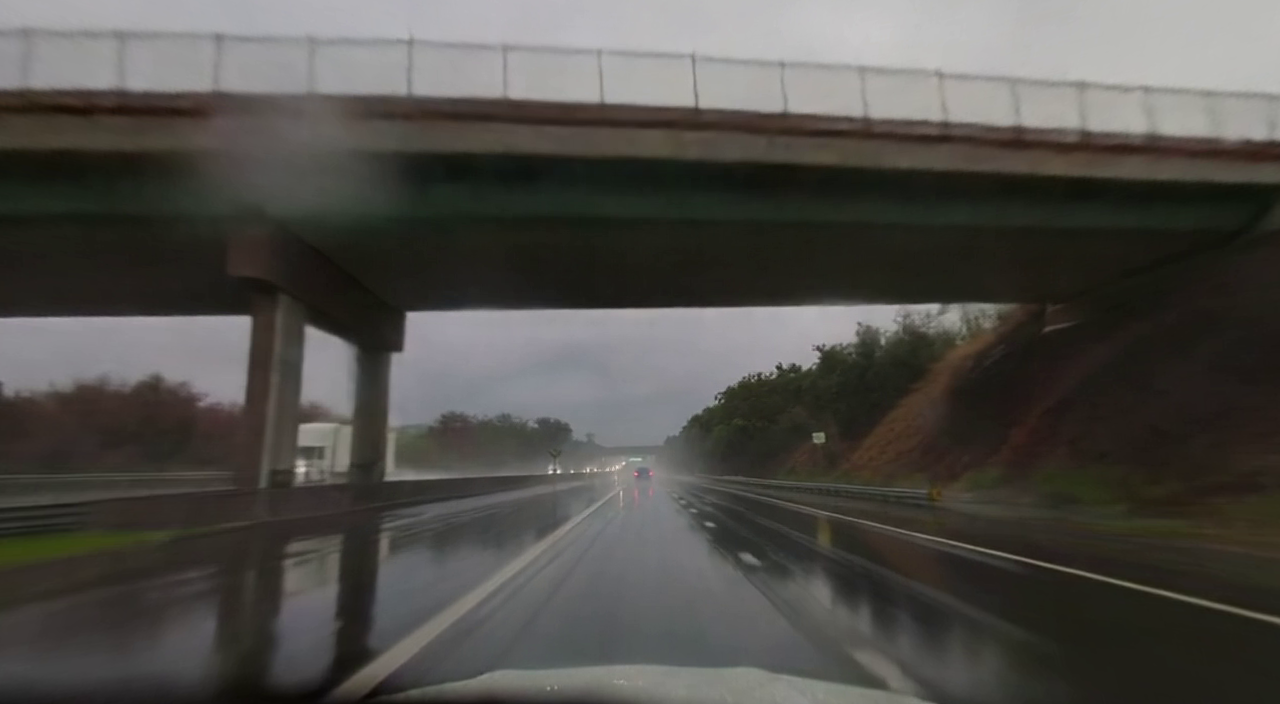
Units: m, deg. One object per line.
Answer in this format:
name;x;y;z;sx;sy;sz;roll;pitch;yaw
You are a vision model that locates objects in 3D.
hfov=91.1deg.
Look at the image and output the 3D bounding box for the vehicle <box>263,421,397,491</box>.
vehicle;-19.588;6.854;40.844;2.981;3.841;10.691;0;-11;1
